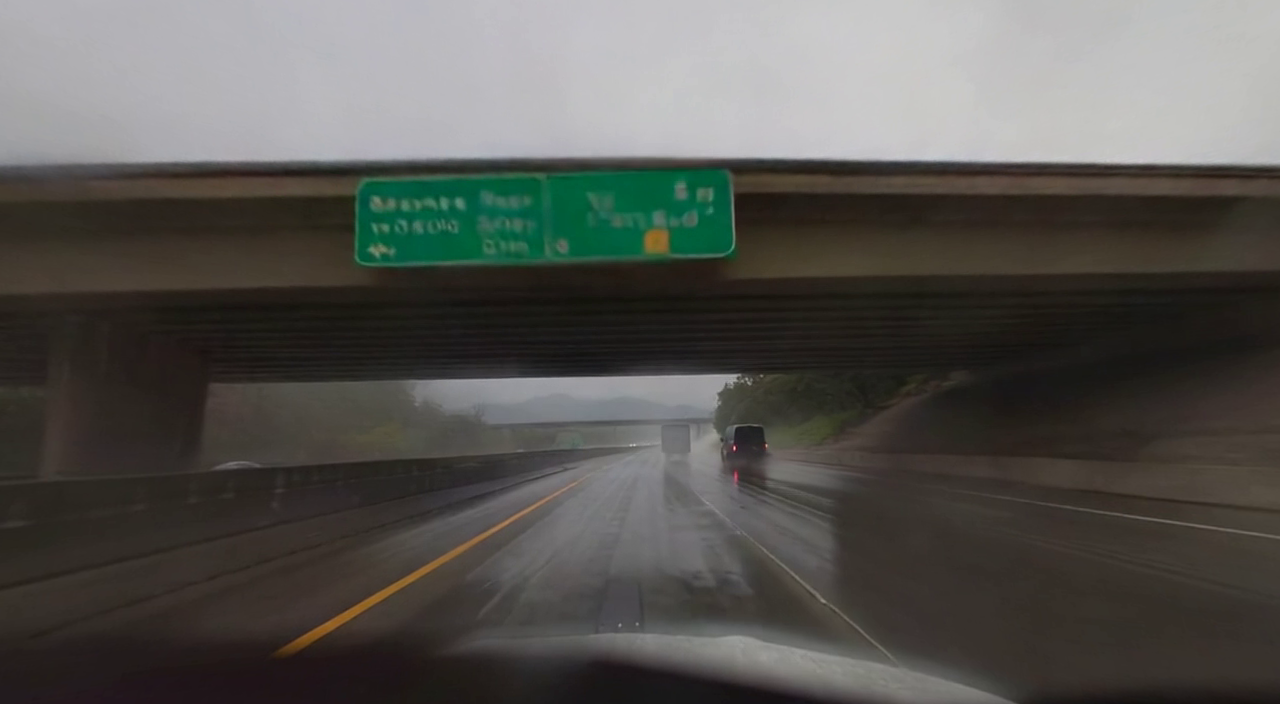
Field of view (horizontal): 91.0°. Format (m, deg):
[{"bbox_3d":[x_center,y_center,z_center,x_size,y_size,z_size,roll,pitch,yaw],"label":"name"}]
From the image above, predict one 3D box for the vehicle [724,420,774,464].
[{"bbox_3d":[7.486,6.317,43.979,2.379,2.819,6.294,0,-8,0],"label":"vehicle"}]
